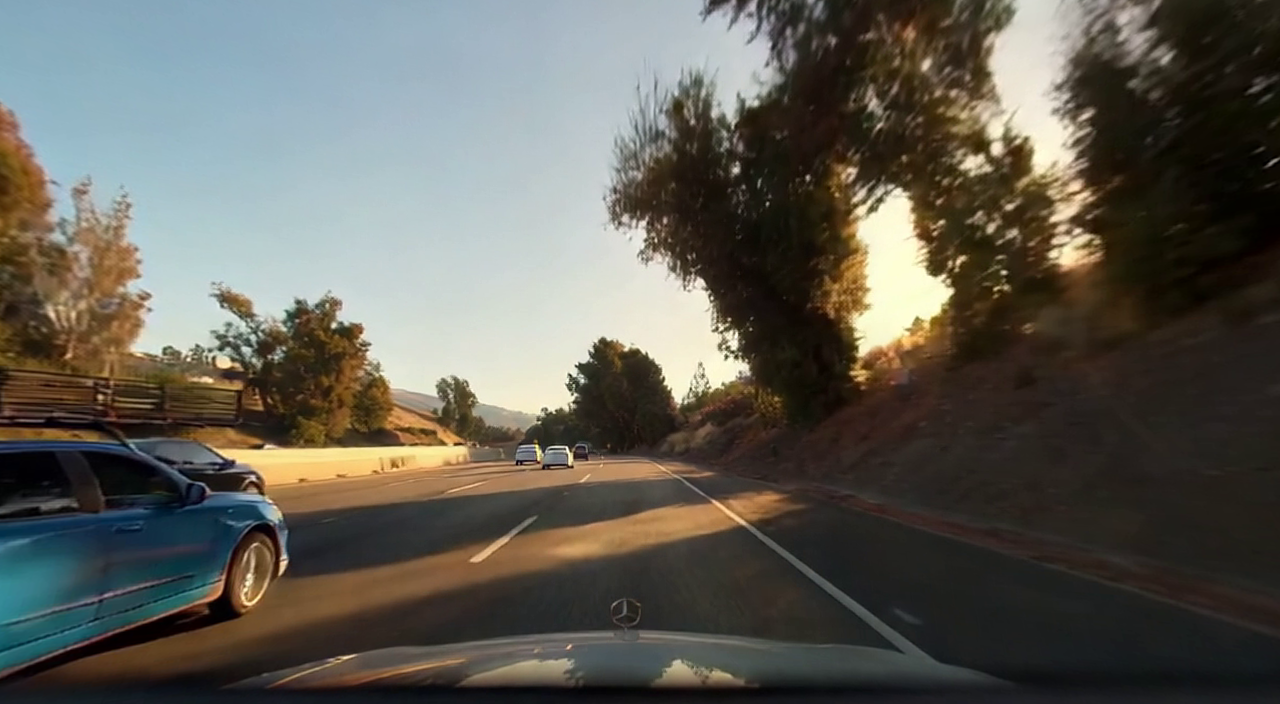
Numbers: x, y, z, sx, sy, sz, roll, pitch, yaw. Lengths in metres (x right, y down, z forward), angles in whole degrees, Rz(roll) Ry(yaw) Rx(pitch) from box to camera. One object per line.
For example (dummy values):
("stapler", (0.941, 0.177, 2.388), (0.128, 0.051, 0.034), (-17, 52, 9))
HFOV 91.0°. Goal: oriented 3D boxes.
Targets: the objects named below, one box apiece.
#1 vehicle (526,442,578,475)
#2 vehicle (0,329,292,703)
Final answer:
("vehicle", (-4.325, 5.323, 31.737), (2.012, 1.509, 4.359), (0, -9, 0))
("vehicle", (-3.862, 0.762, 2.331), (2.200, 1.807, 5.041), (0, -9, 1))
